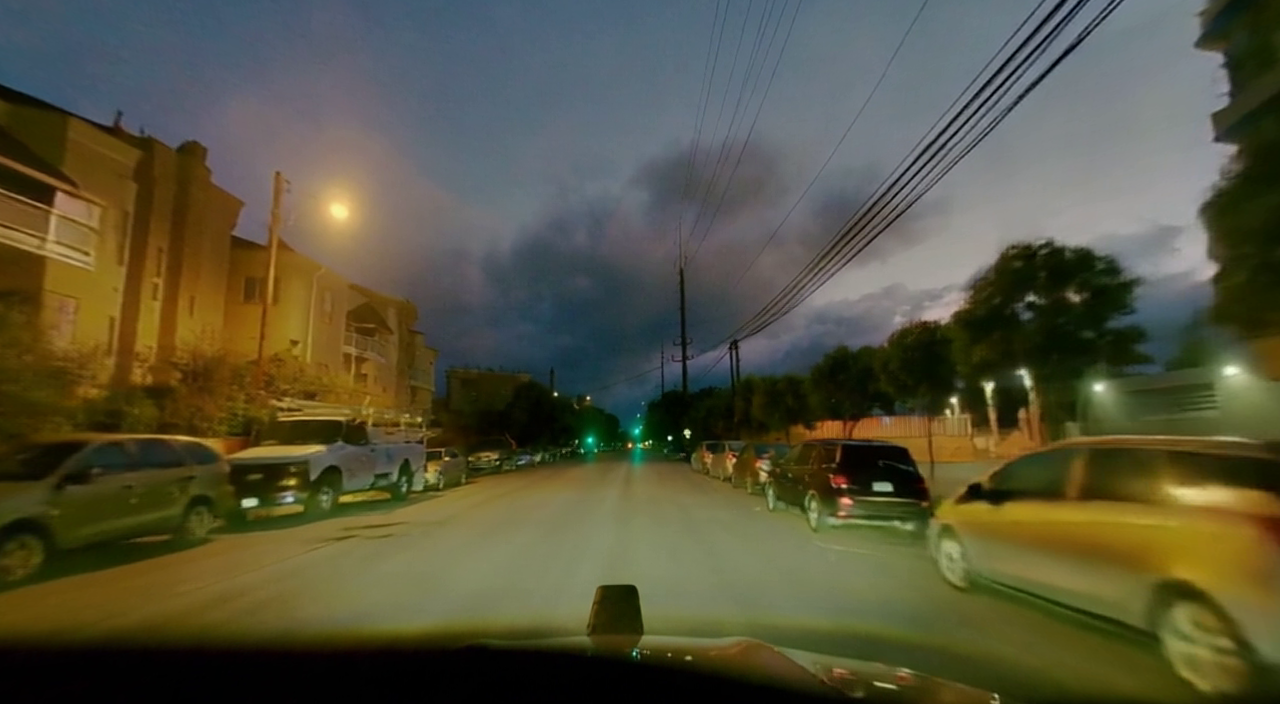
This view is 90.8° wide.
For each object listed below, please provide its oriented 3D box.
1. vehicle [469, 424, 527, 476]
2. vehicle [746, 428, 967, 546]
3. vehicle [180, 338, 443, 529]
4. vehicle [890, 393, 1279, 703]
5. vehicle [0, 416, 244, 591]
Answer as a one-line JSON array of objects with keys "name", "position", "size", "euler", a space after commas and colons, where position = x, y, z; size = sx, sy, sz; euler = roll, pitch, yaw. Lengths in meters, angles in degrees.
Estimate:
[{"name": "vehicle", "position": [-7.194, 5.001, 32.373], "size": [1.889, 2.463, 4.142], "euler": [0, -9, 1]}, {"name": "vehicle", "position": [3.346, 2.195, 11.038], "size": [2.057, 1.554, 4.905], "euler": [0, -9, -1]}, {"name": "vehicle", "position": [-7.515, 2.064, 15.839], "size": [2.901, 3.610, 6.707], "euler": [-3, -8, 1]}, {"name": "vehicle", "position": [3.688, 1.194, 4.275], "size": [2.028, 1.555, 4.595], "euler": [0, -9, -1]}, {"name": "vehicle", "position": [-7.695, 1.909, 8.434], "size": [1.955, 1.804, 4.523], "euler": [-3, -9, -1]}]
